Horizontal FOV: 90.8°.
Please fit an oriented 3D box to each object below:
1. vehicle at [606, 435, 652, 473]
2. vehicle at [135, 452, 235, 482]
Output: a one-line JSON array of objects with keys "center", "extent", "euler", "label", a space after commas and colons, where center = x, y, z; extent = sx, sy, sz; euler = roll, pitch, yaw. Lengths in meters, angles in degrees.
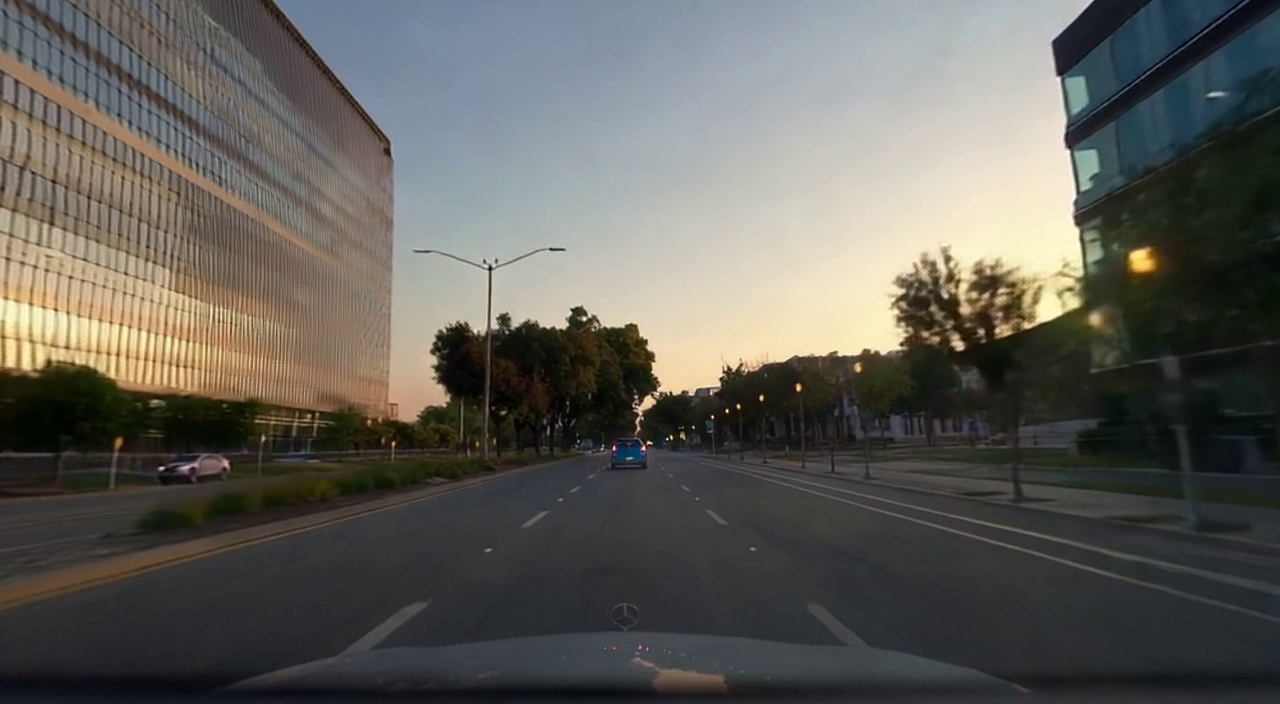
[{"center": [-0.597, 5.438, 33.870], "extent": [2.313, 1.860, 4.319], "euler": [0, -9, -1], "label": "vehicle"}, {"center": [-29.730, 7.506, 41.449], "extent": [4.813, 1.783, 1.983], "euler": [3, -9, -19], "label": "vehicle"}]
